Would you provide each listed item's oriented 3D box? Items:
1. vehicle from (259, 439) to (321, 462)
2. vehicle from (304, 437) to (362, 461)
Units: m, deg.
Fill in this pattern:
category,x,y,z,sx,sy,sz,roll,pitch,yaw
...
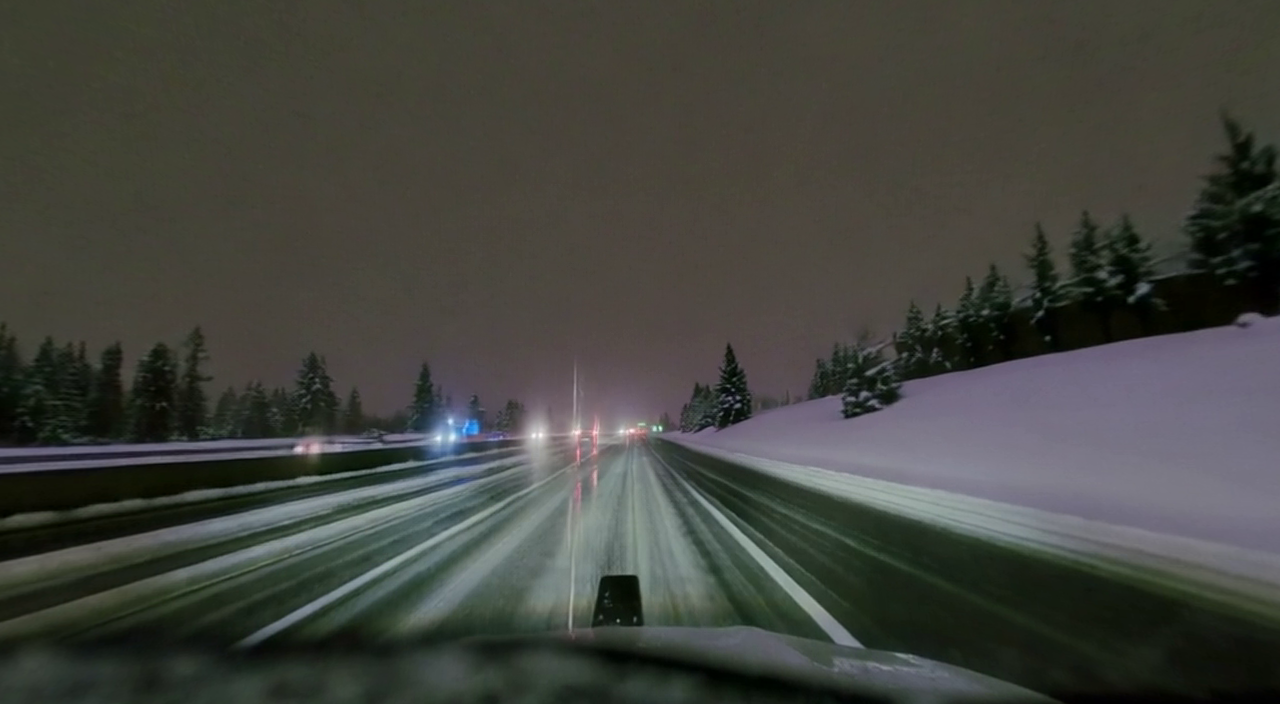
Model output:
category,x,y,z,sx,sy,sz,roll,pitch,yaw
vehicle,-24.034,6.744,43.319,1.801,1.488,4.289,0,-8,-1
vehicle,-20.165,6.376,41.453,1.794,1.485,3.905,0,-8,0
